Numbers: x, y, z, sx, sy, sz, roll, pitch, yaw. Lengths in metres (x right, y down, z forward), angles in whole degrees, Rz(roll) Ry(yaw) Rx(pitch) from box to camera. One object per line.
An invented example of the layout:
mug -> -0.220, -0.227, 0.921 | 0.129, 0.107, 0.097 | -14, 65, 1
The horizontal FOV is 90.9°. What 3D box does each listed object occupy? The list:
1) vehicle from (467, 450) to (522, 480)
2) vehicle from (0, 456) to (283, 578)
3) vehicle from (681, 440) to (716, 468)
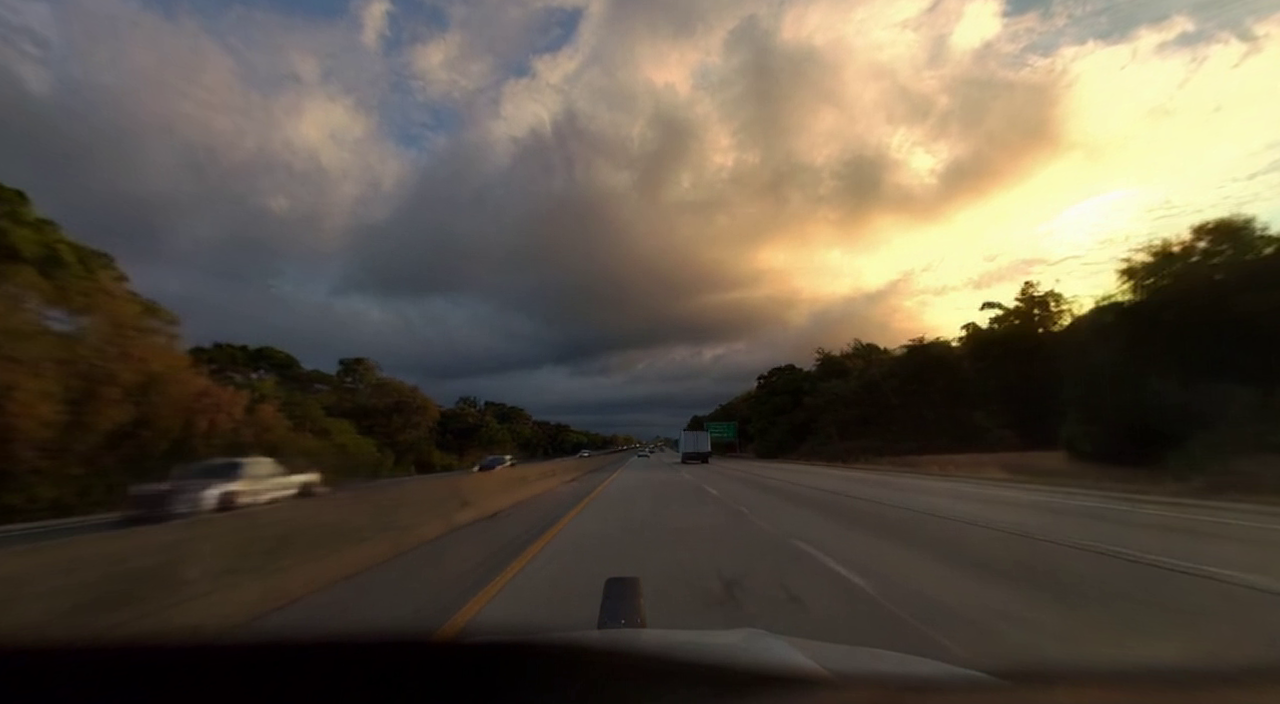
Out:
vehicle -> -8.061, 6.295, 35.392 | 1.999, 1.587, 4.351 | 0, -9, 1
vehicle -> -8.423, 2.557, 10.662 | 2.003, 1.517, 4.753 | 0, -9, 0
vehicle -> 4.481, 7.857, 48.729 | 2.189, 2.007, 4.872 | 0, -9, -1
